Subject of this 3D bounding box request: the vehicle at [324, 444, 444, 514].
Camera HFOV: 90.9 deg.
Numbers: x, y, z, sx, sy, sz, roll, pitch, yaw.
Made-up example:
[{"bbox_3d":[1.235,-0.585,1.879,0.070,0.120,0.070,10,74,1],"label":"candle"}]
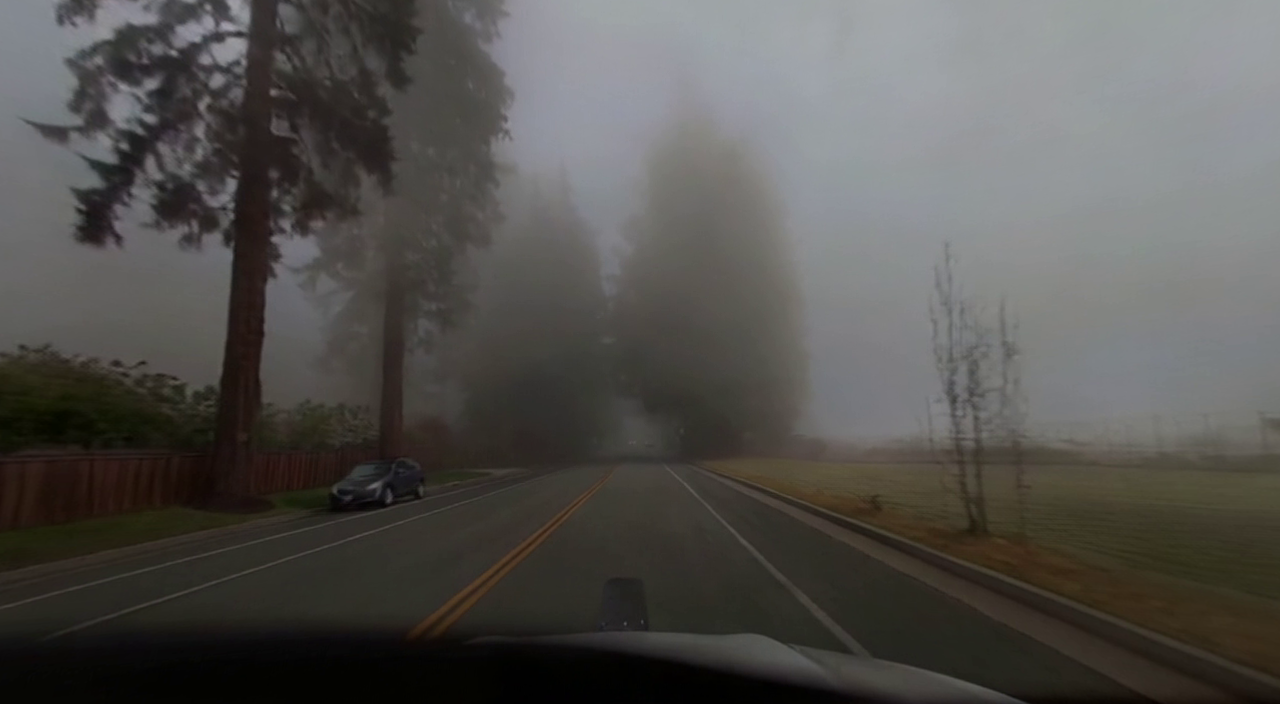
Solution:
[{"bbox_3d":[-7.701,3.801,19.408,1.945,1.760,4.021,-3,-8,2],"label":"vehicle"}]
